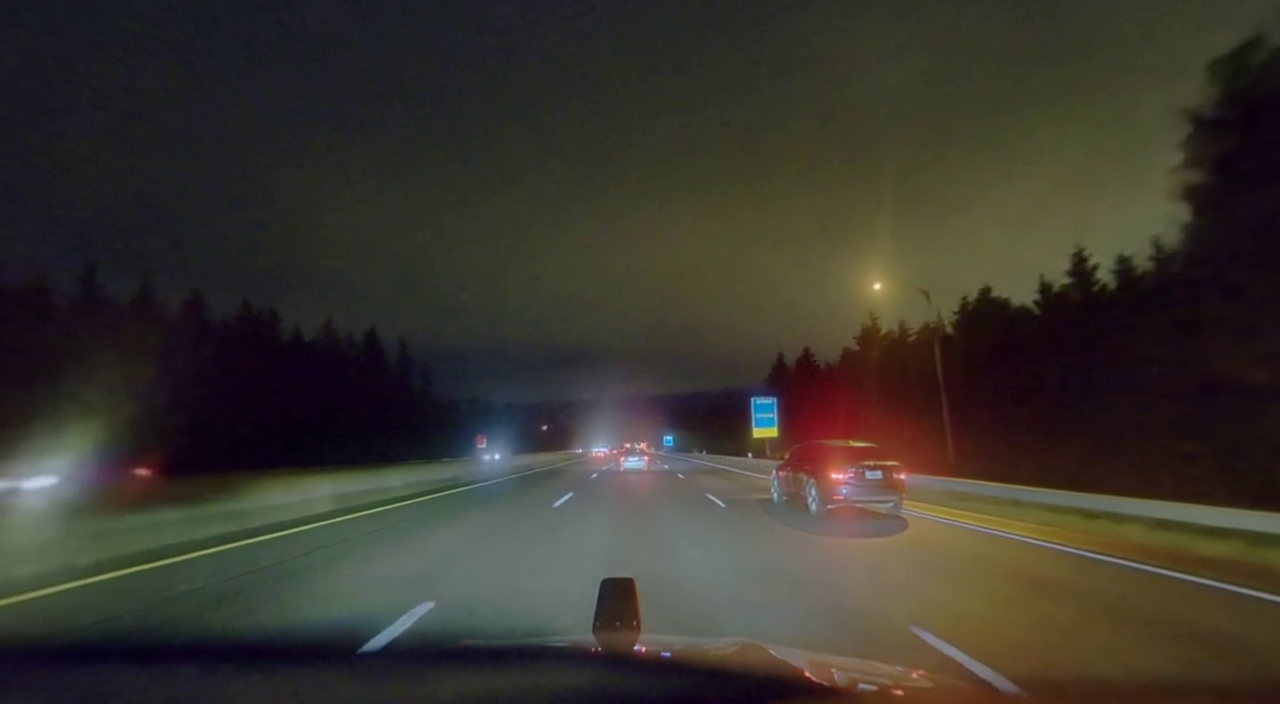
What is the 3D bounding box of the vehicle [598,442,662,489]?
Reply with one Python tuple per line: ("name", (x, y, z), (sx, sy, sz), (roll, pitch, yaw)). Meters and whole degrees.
("vehicle", (-0.352, 4.010, 22.467), (2.066, 1.490, 3.759), (-1, -9, -1))
